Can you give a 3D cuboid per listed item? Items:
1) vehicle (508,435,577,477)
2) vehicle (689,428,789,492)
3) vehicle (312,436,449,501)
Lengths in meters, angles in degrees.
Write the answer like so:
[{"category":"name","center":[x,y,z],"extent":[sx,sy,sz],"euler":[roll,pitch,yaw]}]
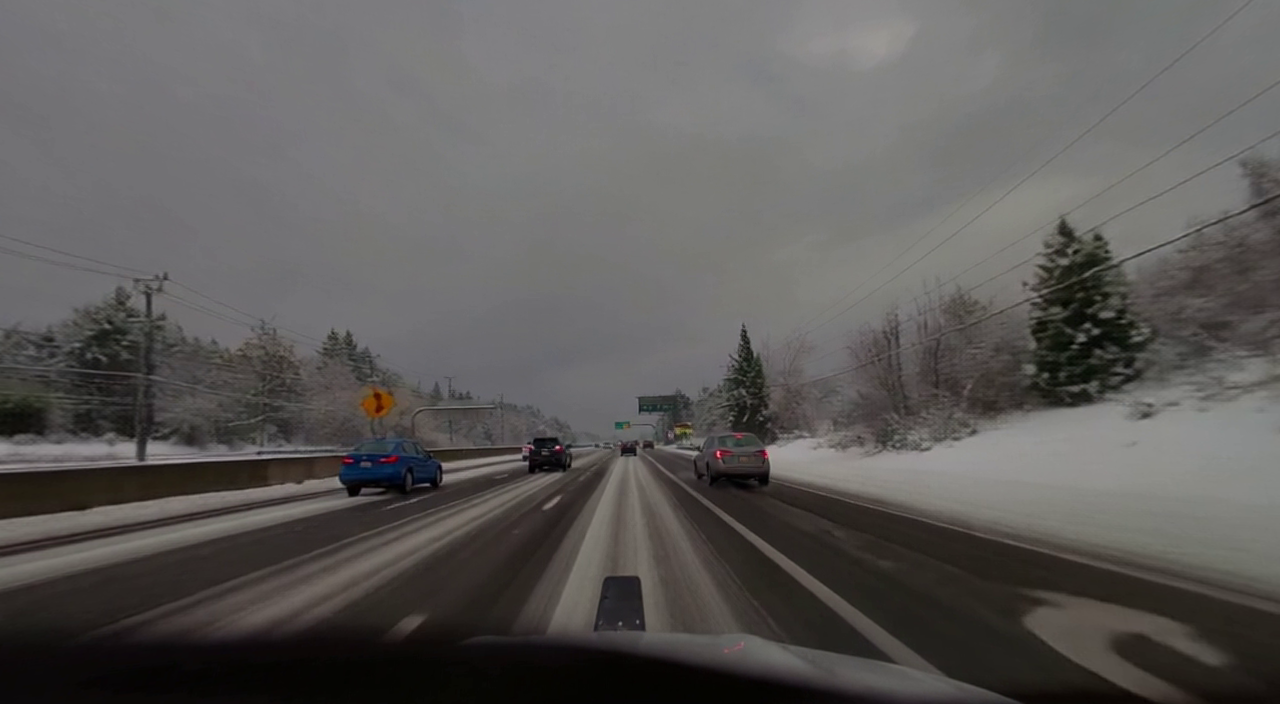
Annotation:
[{"category":"vehicle","center":[-3.746,4.107,25.148],"extent":[2.066,1.488,4.377],"euler":[0,-8,0]},{"category":"vehicle","center":[2.774,3.159,18.855],"extent":[2.100,1.659,4.387],"euler":[0,-8,-3]},{"category":"vehicle","center":[-6.587,2.979,16.615],"extent":[1.903,1.482,4.180],"euler":[0,-8,-1]}]
